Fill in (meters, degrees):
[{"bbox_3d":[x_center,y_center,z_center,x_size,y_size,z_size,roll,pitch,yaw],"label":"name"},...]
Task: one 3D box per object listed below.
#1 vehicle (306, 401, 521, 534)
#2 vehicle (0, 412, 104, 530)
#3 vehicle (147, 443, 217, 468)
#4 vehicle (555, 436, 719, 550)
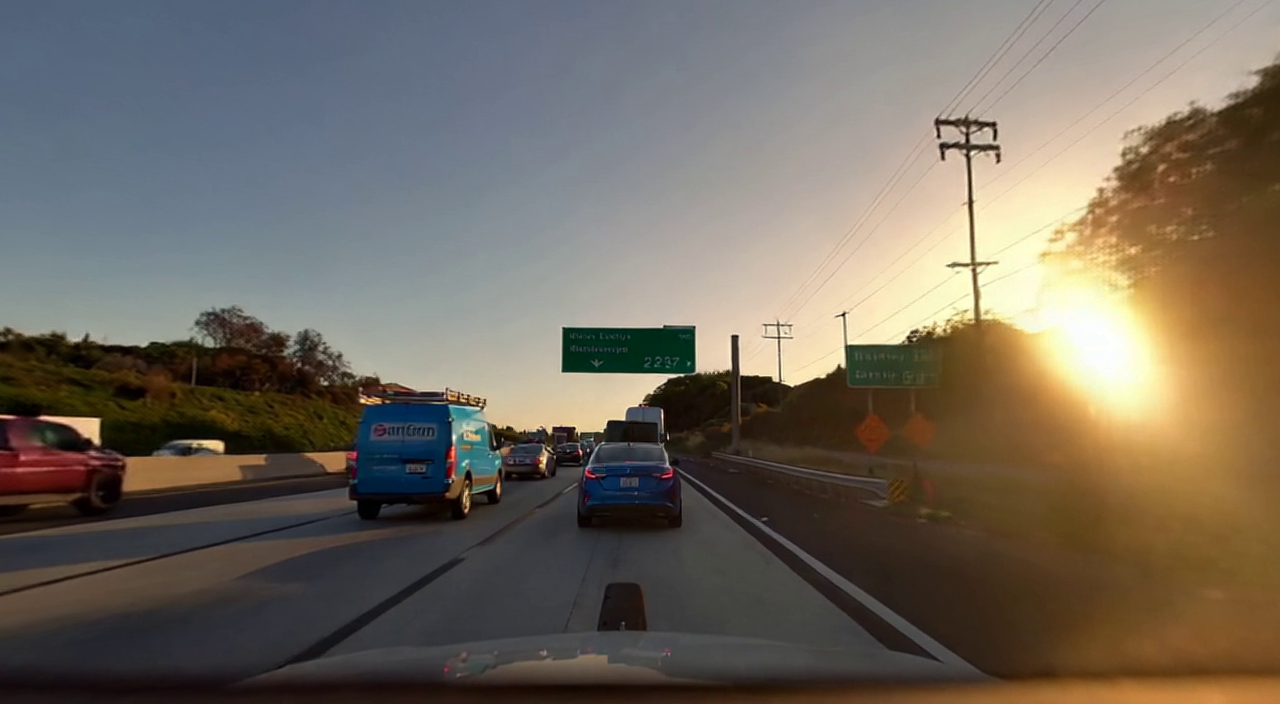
[{"bbox_3d":[-3.797,2.050,11.639,2.142,1.952,4.556,0,-8,2],"label":"vehicle"},{"bbox_3d":[-11.245,1.806,9.363,2.040,1.872,4.969,0,-8,0],"label":"vehicle"},{"bbox_3d":[-28.741,6.493,39.494,1.630,1.437,3.588,-2,-8,1],"label":"vehicle"},{"bbox_3d":[-0.035,2.074,9.965,2.054,1.421,4.090,0,-8,0],"label":"vehicle"}]
